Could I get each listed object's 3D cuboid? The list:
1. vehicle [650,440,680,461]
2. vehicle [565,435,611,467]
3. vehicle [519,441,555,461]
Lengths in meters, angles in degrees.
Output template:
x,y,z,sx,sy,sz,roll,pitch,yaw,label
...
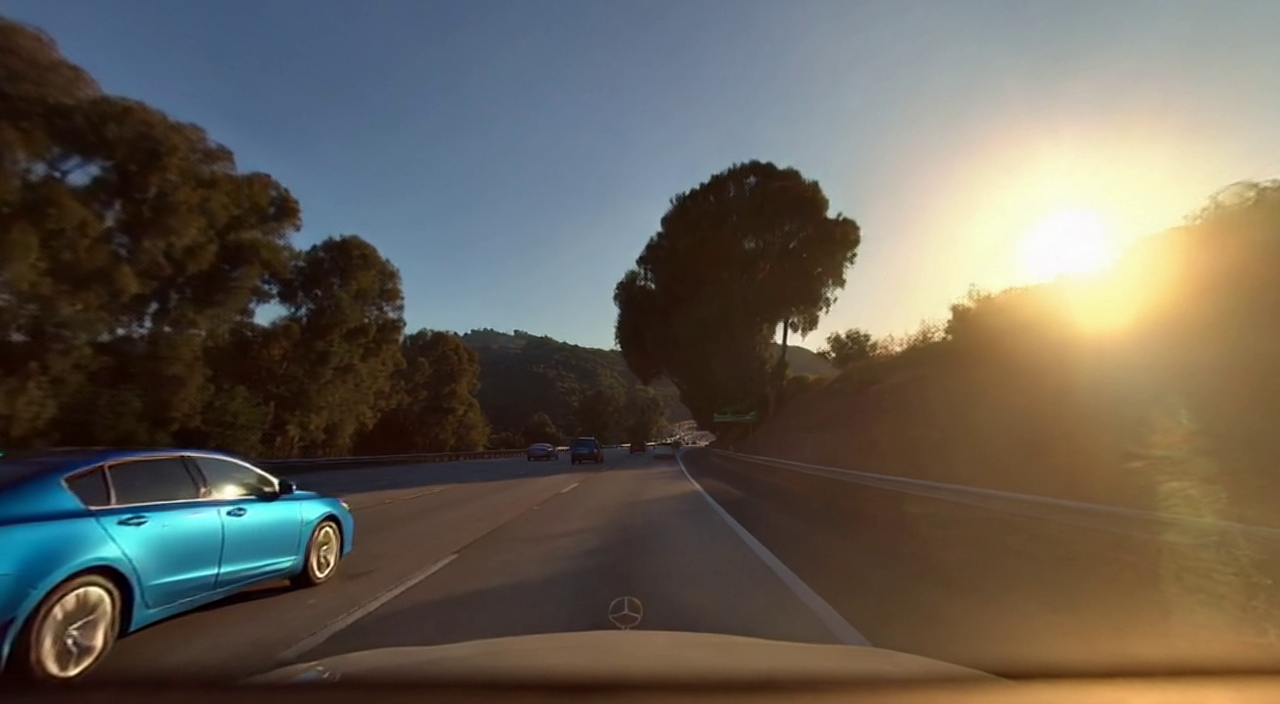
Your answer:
x,y,z,sx,sy,sz,roll,pitch,yaw,label
1.881,7.325,46.791,2.113,1.464,4.073,0,-9,4,vehicle
-2.950,5.731,36.695,2.071,1.716,4.363,0,-9,3,vehicle
-7.792,7.538,47.968,1.883,1.411,4.053,0,-9,3,vehicle
